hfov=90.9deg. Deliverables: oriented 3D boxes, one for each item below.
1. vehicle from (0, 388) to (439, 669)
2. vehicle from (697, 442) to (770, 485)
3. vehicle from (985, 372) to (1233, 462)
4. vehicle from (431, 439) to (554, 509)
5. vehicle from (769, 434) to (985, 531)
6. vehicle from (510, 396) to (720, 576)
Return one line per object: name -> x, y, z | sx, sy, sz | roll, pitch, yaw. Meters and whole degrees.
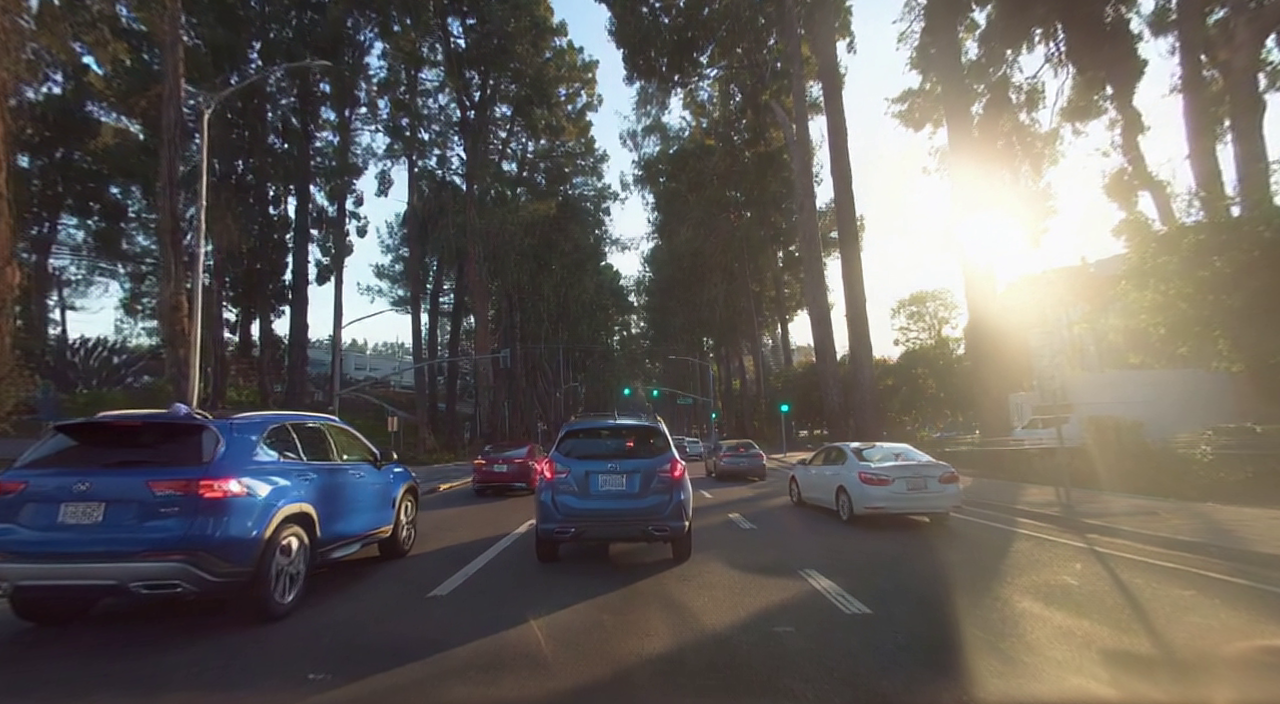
vehicle -> -3.699, 1.393, 6.070 | 2.039, 1.709, 4.265 | 0, -8, 1
vehicle -> 3.340, 4.058, 23.310 | 1.996, 1.443, 4.270 | 0, -8, -1
vehicle -> 17.857, 2.550, 24.369 | 7.314, 3.230, 2.680 | 0, -8, -1
vehicle -> -3.425, 2.907, 15.523 | 1.897, 1.479, 4.204 | 0, -8, 1
vehicle -> 4.216, 2.386, 12.260 | 2.036, 1.480, 4.659 | 1, -8, -5
vehicle -> -0.233, 1.692, 8.716 | 2.132, 1.816, 4.471 | 0, -8, 1
